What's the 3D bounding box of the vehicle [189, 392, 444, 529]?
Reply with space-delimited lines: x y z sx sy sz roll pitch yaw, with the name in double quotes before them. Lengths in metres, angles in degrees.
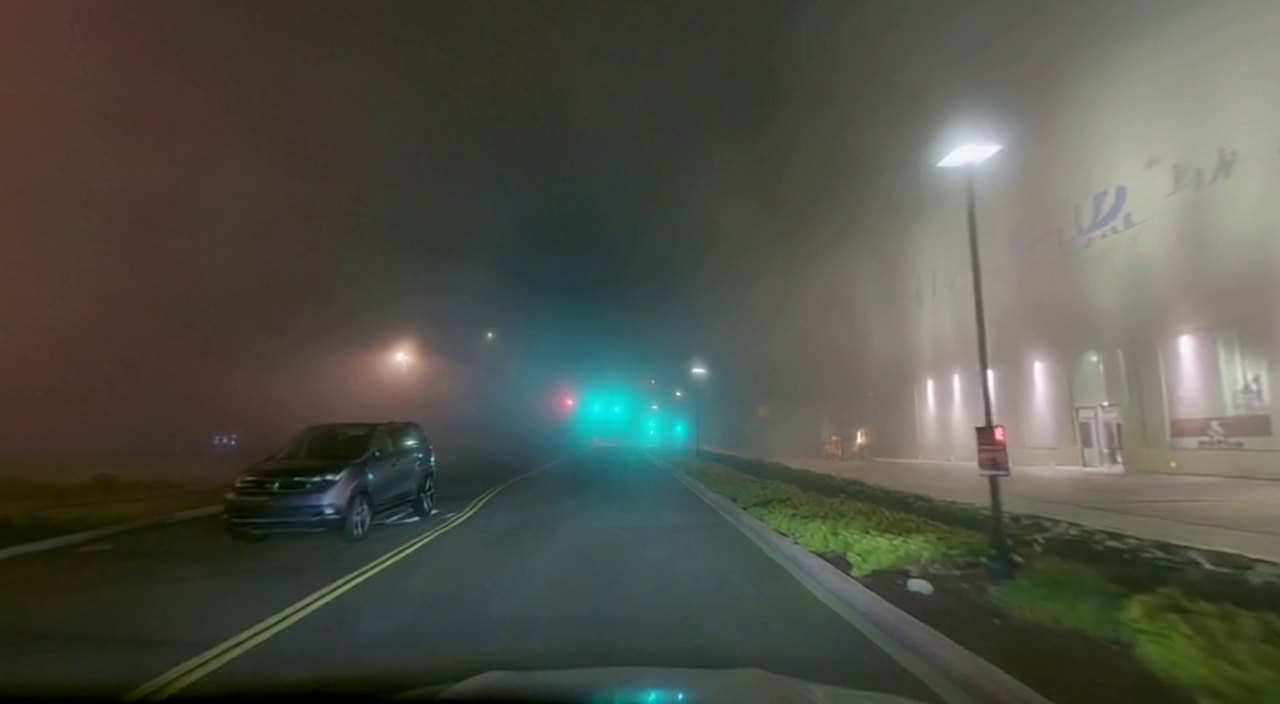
"vehicle" -5.017 1.768 10.752 2.180 1.806 4.541 0 -8 -4
